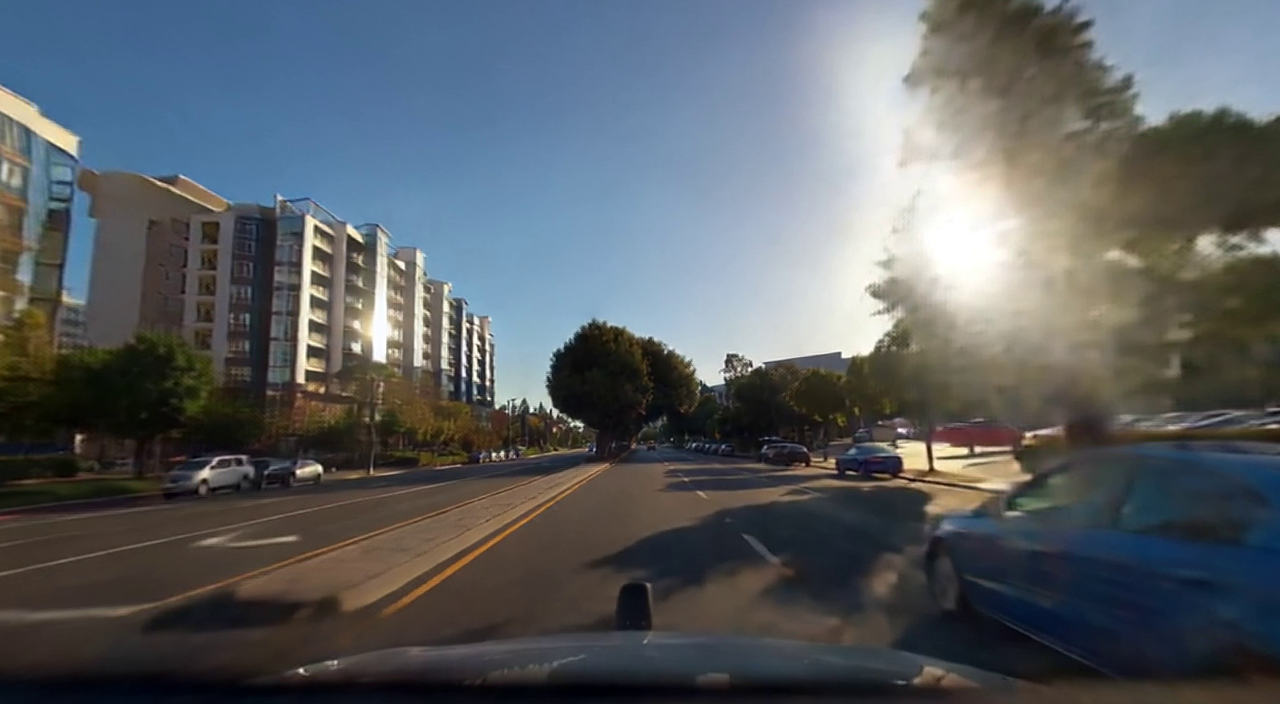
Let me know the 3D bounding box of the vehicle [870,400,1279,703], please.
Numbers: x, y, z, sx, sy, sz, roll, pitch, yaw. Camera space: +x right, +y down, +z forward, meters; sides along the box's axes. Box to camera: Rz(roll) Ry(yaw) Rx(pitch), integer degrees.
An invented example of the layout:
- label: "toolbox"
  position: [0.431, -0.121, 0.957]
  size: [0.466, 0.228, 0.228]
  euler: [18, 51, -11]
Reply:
- label: "vehicle"
  position: [3.109, 1.067, 3.253]
  size: [2.141, 1.443, 4.499]
  euler: [0, -8, 0]

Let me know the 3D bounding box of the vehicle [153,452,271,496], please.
- label: "vehicle"
  position: [-18.633, 5.298, 27.792]
  size: [1.993, 1.686, 4.698]
  euler: [0, -8, -2]

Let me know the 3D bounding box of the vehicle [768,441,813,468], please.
- label: "vehicle"
  position: [9.783, 6.671, 41.206]
  size: [1.889, 1.629, 4.072]
  euler: [0, -8, 0]

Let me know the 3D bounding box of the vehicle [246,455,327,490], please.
- label: "vehicle"
  position: [-18.507, 6.273, 33.211]
  size: [1.828, 1.457, 4.292]
  euler: [-3, -7, 0]
